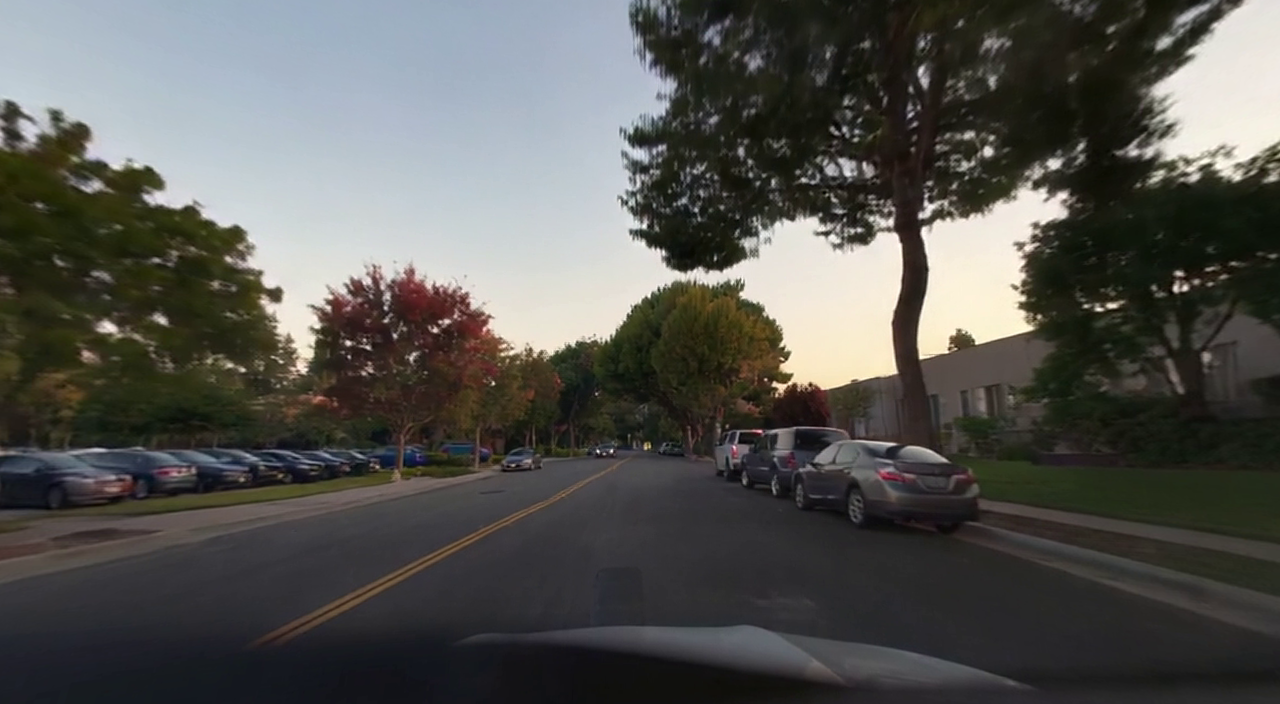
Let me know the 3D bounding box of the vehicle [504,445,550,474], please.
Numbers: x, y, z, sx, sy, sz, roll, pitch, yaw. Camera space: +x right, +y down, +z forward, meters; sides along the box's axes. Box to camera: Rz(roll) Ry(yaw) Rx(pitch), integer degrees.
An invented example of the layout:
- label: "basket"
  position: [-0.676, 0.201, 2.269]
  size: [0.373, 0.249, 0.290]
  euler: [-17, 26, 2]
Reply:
- label: "vehicle"
  position: [-6.627, 6.303, 37.370]
  size: [1.928, 1.537, 4.439]
  euler: [-2, -8, -1]

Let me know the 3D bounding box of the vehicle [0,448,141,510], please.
- label: "vehicle"
  position: [-15.778, 3.291, 16.709]
  size: [4.181, 1.467, 1.851]
  euler: [-3, -9, 16]

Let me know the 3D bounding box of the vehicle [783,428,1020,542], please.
- label: "vehicle"
  position: [4.202, 2.219, 11.353]
  size: [1.952, 1.538, 5.215]
  euler: [0, -8, -1]
